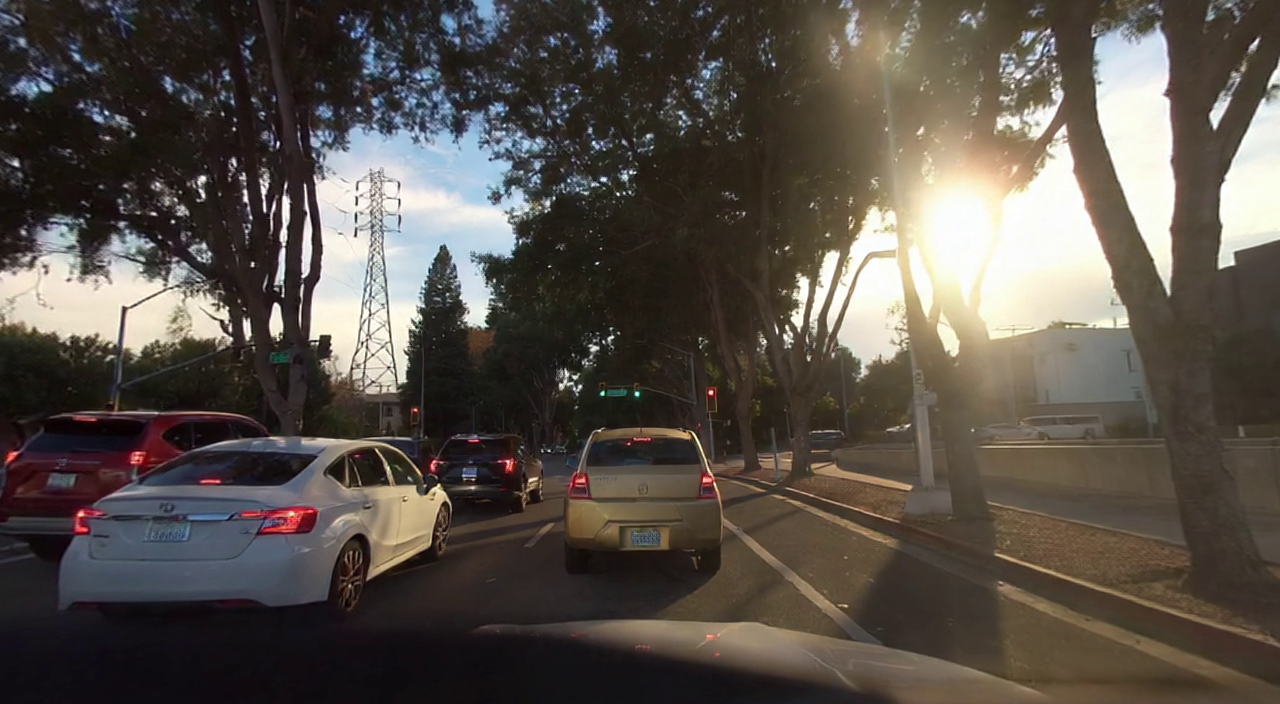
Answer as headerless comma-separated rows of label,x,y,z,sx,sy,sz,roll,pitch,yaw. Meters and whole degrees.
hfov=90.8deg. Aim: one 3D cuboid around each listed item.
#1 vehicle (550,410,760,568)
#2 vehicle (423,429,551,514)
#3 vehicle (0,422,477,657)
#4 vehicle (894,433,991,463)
vehicle,0.092,1.775,8.947,2.239,1.661,4.224,0,-8,-2
vehicle,-3.266,2.624,14.341,1.997,1.636,3.760,0,-8,-1
vehicle,-3.169,1.522,6.315,1.973,1.469,4.448,0,-8,-1
vehicle,15.105,4.808,31.711,3.858,1.437,1.899,0,-8,-4
